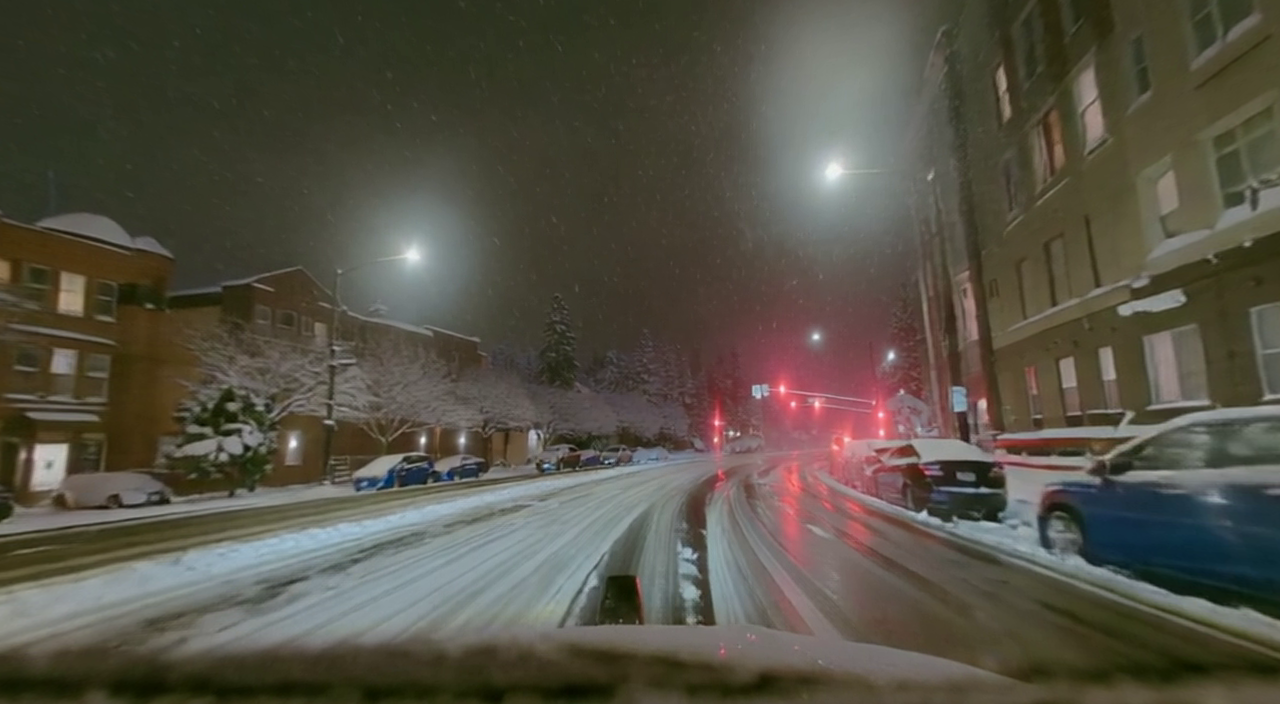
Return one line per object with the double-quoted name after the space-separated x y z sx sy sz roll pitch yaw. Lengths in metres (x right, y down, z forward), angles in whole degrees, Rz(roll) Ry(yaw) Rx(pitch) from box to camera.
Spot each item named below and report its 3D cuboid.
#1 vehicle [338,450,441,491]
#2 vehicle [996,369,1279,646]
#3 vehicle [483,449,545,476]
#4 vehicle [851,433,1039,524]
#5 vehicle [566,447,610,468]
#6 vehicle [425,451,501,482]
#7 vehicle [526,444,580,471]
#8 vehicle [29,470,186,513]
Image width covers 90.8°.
-10.390 4.933 26.669 1.882 1.508 4.476 -2 -9 10 "vehicle"
5.282 1.147 5.018 2.041 1.811 5.168 -1 -9 2 "vehicle"
-7.651 6.745 38.822 1.811 1.459 4.702 -3 -9 15 "vehicle"
5.882 2.465 12.953 1.977 1.497 4.680 -1 -9 7 "vehicle"
-4.001 8.212 49.332 1.830 1.497 4.436 -3 -9 19 "vehicle"
-9.138 5.929 33.094 1.841 1.444 4.554 -2 -9 13 "vehicle"
-5.917 7.278 43.836 1.933 1.759 5.002 -3 -9 14 "vehicle"
-19.785 5.183 23.592 4.178 1.407 2.012 -1 -9 6 "vehicle"
